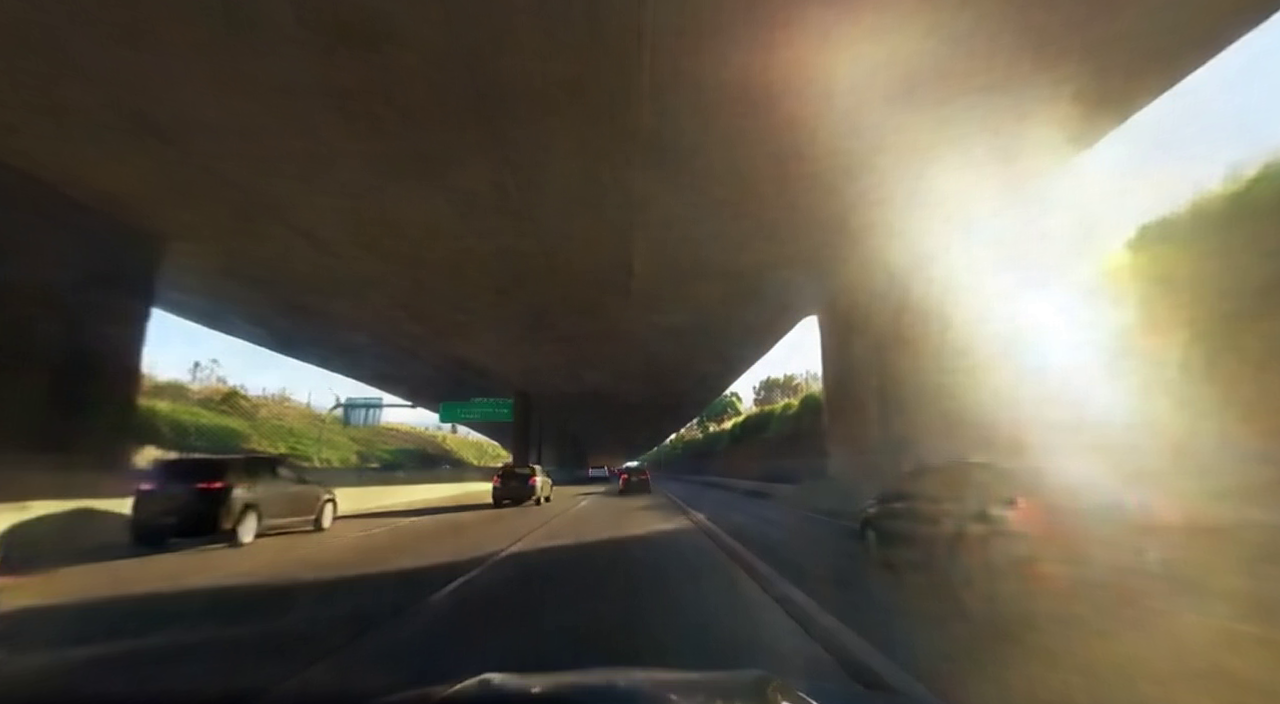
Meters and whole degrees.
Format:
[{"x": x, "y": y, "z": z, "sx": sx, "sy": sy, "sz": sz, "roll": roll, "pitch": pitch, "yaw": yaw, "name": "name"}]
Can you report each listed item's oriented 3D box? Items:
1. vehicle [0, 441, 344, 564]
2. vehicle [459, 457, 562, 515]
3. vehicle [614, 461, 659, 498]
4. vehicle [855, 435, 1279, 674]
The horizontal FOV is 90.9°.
[{"x": -7.229, "y": 2.398, "z": 10.600, "sx": 2.142, "sy": 1.545, "sz": 4.708, "roll": 1, "pitch": -11, "yaw": 0, "name": "vehicle"}, {"x": -3.801, "y": 4.072, "z": 19.421, "sx": 2.102, "sy": 1.521, "sz": 4.687, "roll": 1, "pitch": -11, "yaw": 1, "name": "vehicle"}, {"x": -0.180, "y": 6.052, "z": 29.960, "sx": 1.992, "sy": 1.601, "sz": 3.762, "roll": 1, "pitch": -11, "yaw": 0, "name": "vehicle"}, {"x": 3.888, "y": 1.739, "z": 6.296, "sx": 1.992, "sy": 1.557, "sz": 4.017, "roll": 1, "pitch": -11, "yaw": -1, "name": "vehicle"}]
